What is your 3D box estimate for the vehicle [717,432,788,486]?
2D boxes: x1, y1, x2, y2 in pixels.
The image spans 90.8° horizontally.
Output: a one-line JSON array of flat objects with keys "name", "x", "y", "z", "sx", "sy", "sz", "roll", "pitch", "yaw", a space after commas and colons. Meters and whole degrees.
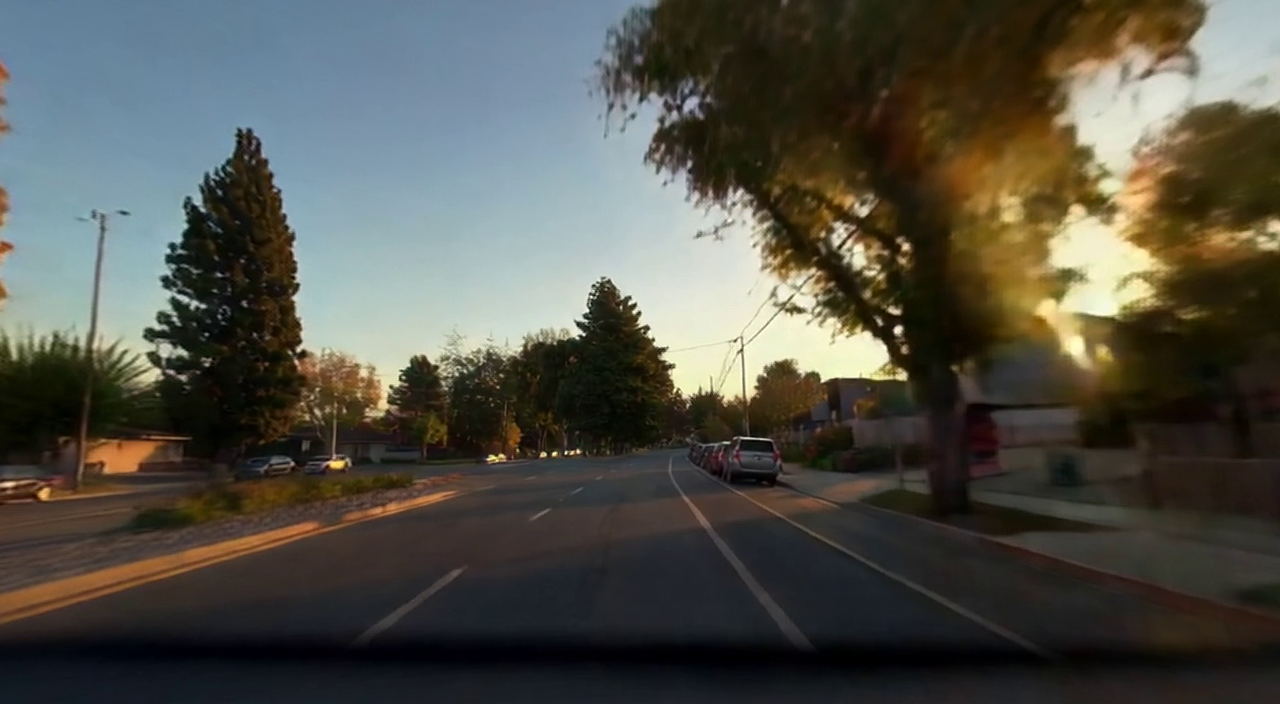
[{"name": "vehicle", "x": 3.900, "y": 3.806, "z": 22.647, "sx": 2.013, "sy": 1.710, "sz": 4.403, "roll": -1, "pitch": -9, "yaw": 4}]

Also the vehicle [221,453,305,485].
[{"name": "vehicle", "x": -23.601, "y": 7.328, "z": 39.794, "sx": 2.120, "sy": 1.824, "sz": 4.908, "roll": -1, "pitch": -9, "yaw": 2}]

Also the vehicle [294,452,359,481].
[{"name": "vehicle", "x": -22.952, "y": 8.349, "z": 46.487, "sx": 2.171, "sy": 1.745, "sz": 4.867, "roll": -2, "pitch": -7, "yaw": 2}]
